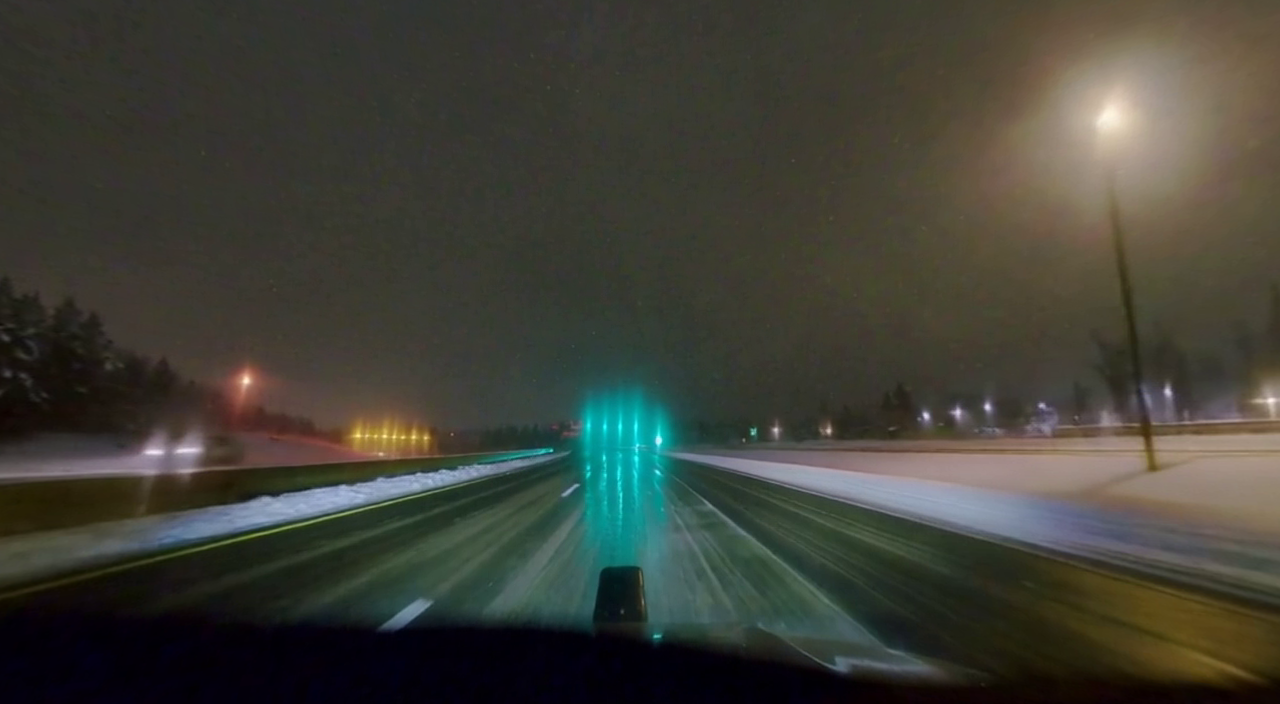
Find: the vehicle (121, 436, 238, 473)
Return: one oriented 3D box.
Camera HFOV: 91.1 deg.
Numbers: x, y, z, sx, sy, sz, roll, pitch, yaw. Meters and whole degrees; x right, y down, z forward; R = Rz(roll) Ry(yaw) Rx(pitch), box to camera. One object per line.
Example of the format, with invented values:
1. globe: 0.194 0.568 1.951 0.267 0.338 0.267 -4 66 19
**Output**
1. vehicle: -20.387 4.562 28.085 1.874 1.478 4.507 0 -8 -1
